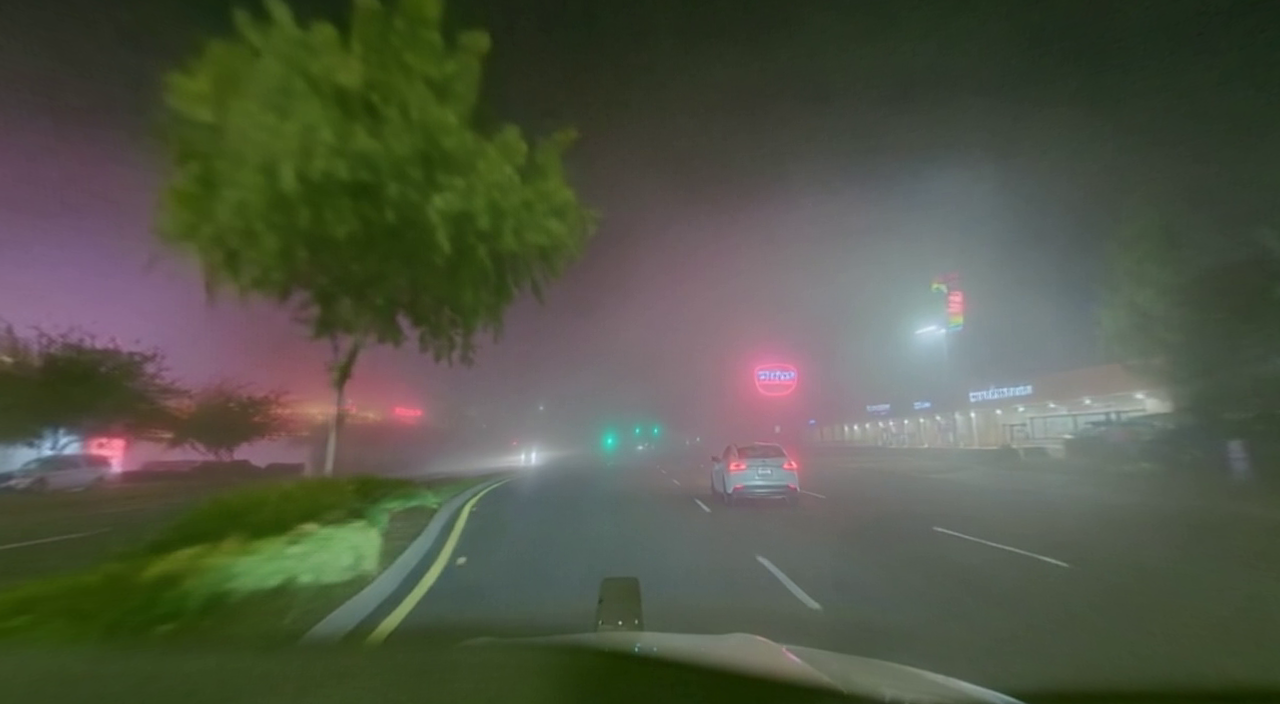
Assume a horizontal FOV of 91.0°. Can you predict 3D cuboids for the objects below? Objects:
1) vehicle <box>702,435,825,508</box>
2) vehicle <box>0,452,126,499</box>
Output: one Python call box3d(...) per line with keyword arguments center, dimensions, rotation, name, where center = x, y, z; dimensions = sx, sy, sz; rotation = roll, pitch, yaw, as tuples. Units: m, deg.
box3d(center=(2.780, 2.811, 15.313), dimensions=(2.015, 1.479, 4.444), rotation=(0, -9, -1), name="vehicle")
box3d(center=(-28.545, 5.785, 29.818), dimensions=(6.011, 2.042, 2.375), rotation=(5, -10, -31), name="vehicle")
